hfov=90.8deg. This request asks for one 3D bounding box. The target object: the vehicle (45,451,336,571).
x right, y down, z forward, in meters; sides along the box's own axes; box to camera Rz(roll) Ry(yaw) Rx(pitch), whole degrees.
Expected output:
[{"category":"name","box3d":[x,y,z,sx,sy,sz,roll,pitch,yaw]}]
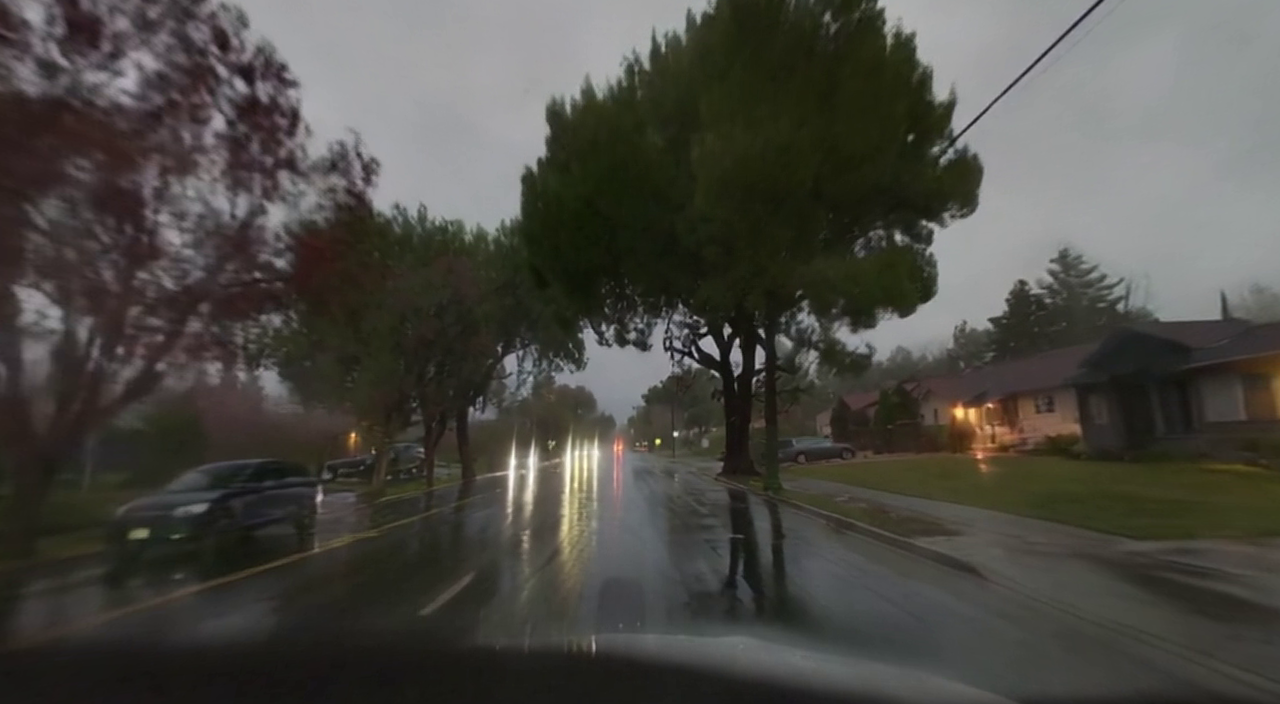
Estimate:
[{"category":"vehicle","box3d":[-7.554,2.664,11.422,1.973,1.500,4.781,-5,-9,-3]}]

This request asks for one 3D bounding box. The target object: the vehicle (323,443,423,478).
[{"category":"vehicle","box3d":[-14.647,5.943,34.801,4.602,1.847,1.976,-1,-9,4]}]

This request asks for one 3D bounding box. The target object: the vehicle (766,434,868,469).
[{"category":"vehicle","box3d":[8.899,5.009,31.974,4.535,1.697,1.968,0,-9,-1]}]

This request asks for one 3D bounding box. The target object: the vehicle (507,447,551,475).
[{"category":"vehicle","box3d":[-7.829,7.721,45.084,2.122,1.739,4.770,-5,-8,0]}]
